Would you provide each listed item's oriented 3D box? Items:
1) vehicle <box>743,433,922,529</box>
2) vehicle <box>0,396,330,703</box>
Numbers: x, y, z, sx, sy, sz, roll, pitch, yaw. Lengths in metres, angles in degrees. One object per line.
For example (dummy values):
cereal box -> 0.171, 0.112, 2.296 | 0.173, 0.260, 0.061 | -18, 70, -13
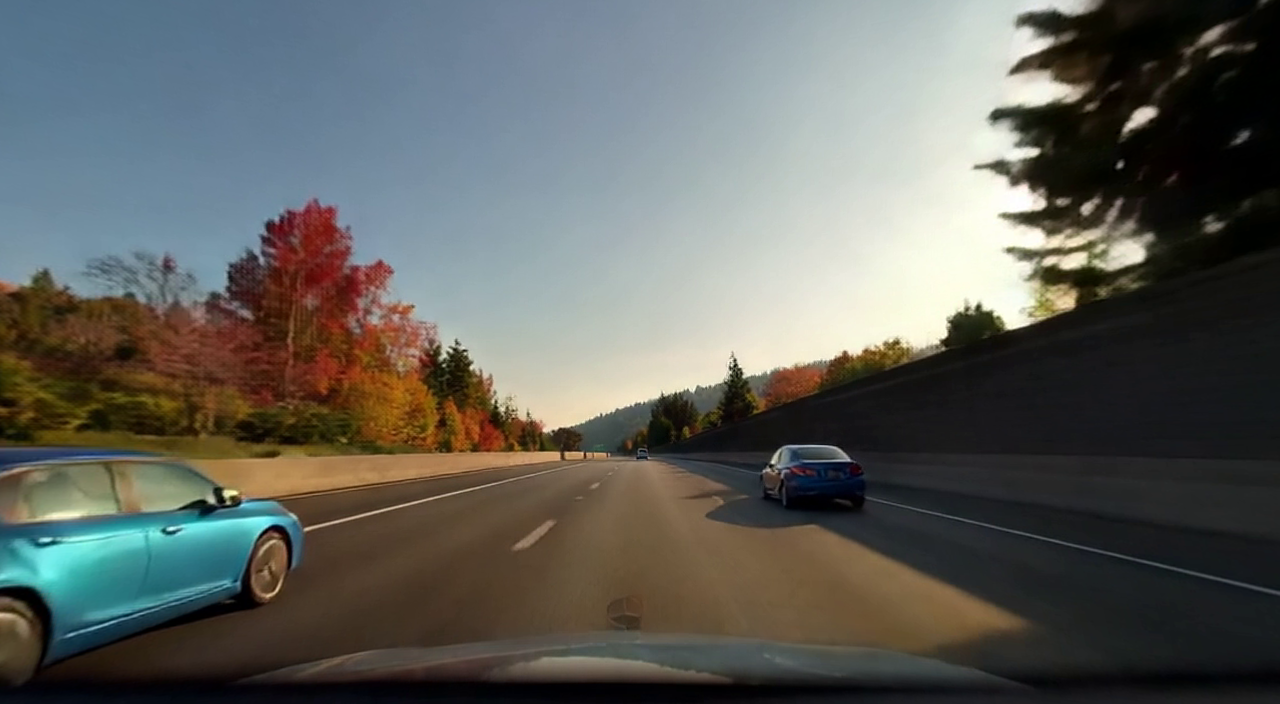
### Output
vehicle -> 3.600, 2.517, 12.911 | 2.146, 1.573, 4.661 | 0, -9, -1
vehicle -> -3.944, 1.103, 3.664 | 2.010, 1.550, 4.376 | 0, -9, 0
